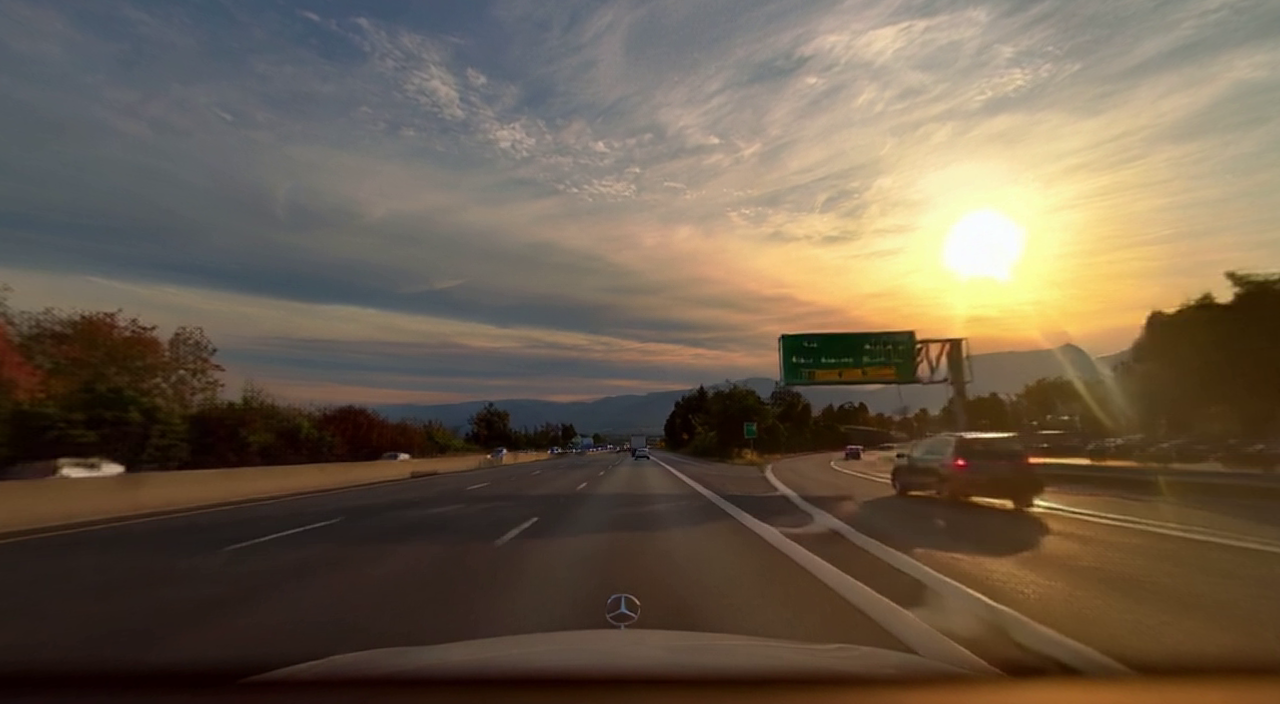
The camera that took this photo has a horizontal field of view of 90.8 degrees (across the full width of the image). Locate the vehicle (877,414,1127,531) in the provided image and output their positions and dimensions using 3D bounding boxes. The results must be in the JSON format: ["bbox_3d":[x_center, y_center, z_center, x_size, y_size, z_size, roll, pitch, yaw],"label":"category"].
[{"bbox_3d":[6.245,2.149,11.749,2.096,1.712,4.697,-1,-9,4],"label":"vehicle"}]
